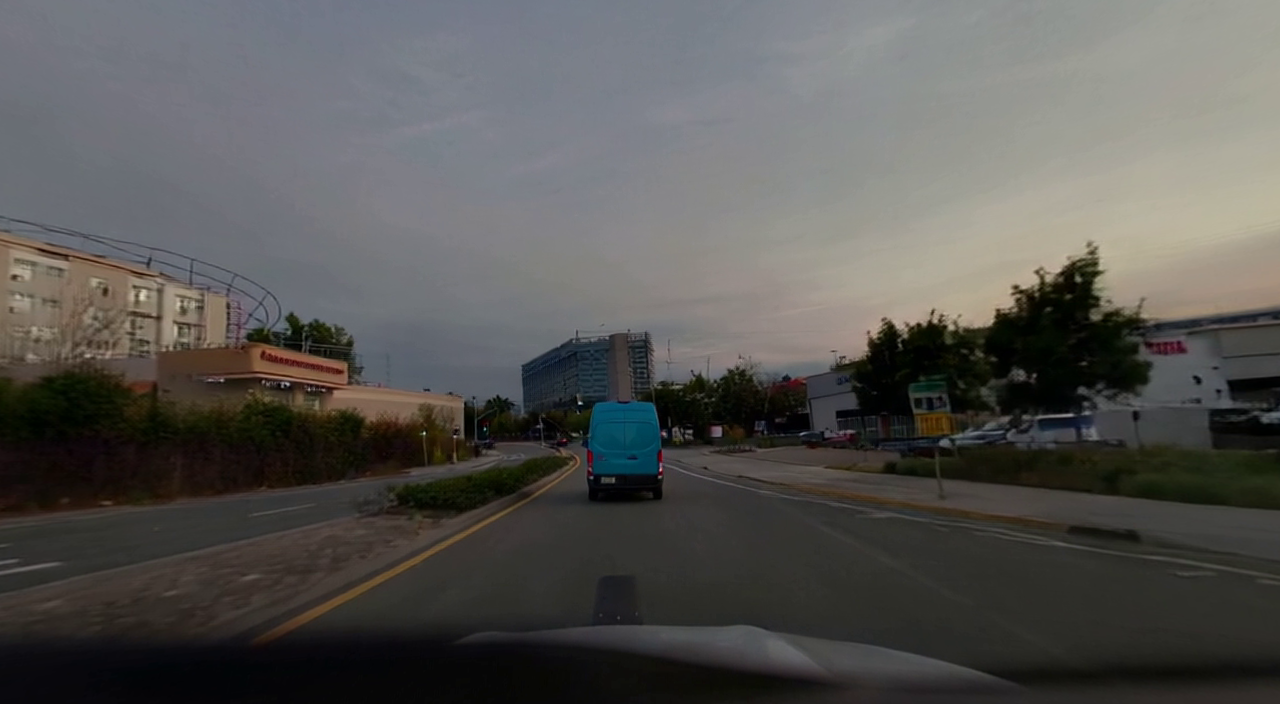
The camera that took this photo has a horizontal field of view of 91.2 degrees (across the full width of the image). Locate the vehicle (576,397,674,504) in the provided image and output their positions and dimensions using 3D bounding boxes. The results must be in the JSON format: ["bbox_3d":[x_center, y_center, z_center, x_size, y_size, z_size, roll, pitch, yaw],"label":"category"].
[{"bbox_3d":[-0.597,2.879,18.467,2.432,2.624,5.670,0,-9,-4],"label":"vehicle"}]
